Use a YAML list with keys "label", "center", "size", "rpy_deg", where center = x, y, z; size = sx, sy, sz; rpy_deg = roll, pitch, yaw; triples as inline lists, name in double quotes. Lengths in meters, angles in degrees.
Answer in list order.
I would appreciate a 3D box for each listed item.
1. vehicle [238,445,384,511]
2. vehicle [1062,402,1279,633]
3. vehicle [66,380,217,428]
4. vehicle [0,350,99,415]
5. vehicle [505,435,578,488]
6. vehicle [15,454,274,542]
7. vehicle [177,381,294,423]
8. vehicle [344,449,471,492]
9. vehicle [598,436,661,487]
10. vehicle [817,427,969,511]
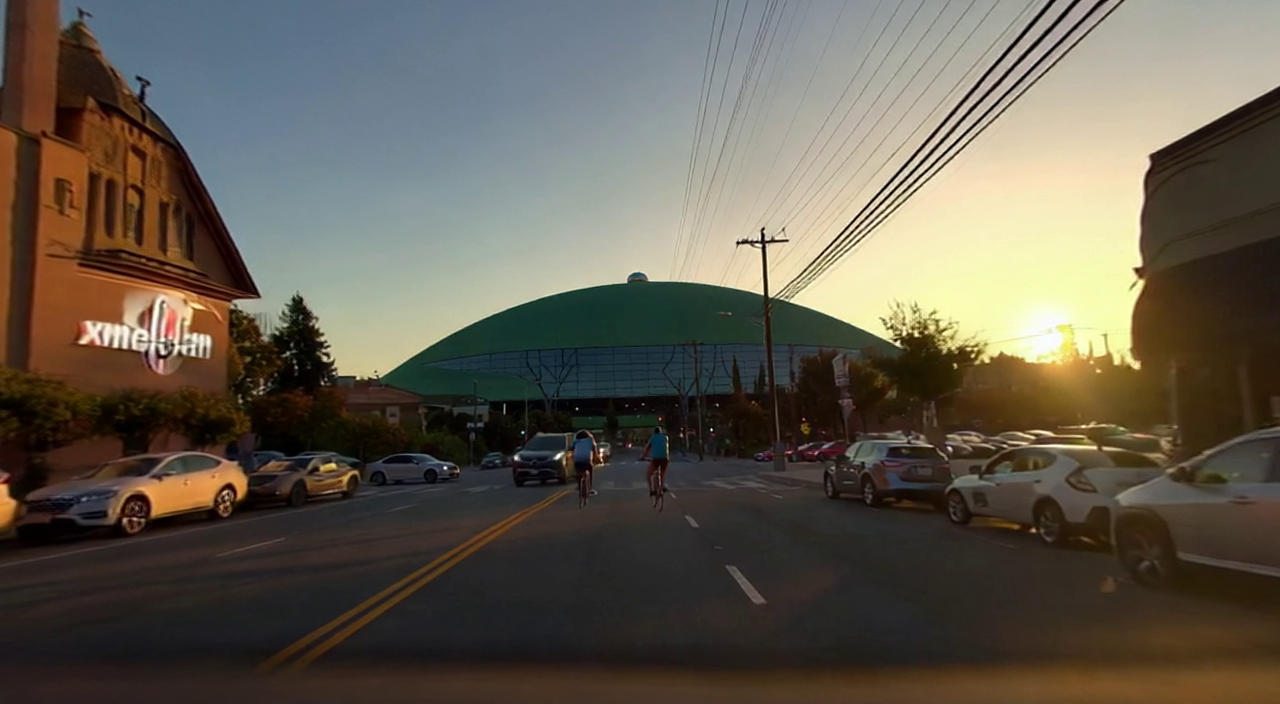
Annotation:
- label: "vehicle"
  center: [-10.277, 3.922, 20.306]
  size: [2.075, 1.816, 4.900]
  rpy_deg: [0, -9, -1]
- label: "vehicle"
  center: [5.539, 1.185, 4.554]
  size: [1.972, 1.623, 4.469]
  rpy_deg: [0, -9, 2]
- label: "vehicle"
  center: [-17.292, 1.828, 22.047]
  size: [3.750, 1.495, 1.727]
  rpy_deg: [-1, -8, -2]
- label: "vehicle"
  center: [-17.503, 0.904, 17.413]
  size: [3.705, 1.493, 1.701]
  rpy_deg: [-4, -6, 1]
- label: "vehicle"
  center: [-3.903, 4.416, 25.879]
  size: [2.184, 1.954, 4.898]
  rpy_deg: [0, -9, 0]
- label: "vehicle"
  center: [-10.312, 3.021, 13.761]
  size: [1.904, 1.495, 4.585]
  rpy_deg: [0, -9, 0]
- label: "vehicle"
  center: [-17.140, 2.155, 26.916]
  size: [3.685, 1.584, 1.708]
  rpy_deg: [1, -9, -3]
- label: "vehicle"
  center: [-10.646, 5.448, 29.253]
  size: [4.961, 1.832, 2.287]
  rpy_deg: [0, -9, 0]
- label: "vehicle"
  center: [-0.404, 4.125, 24.076]
  size: [2.190, 1.783, 4.048]
  rpy_deg: [0, -9, -1]
- label: "vehicle"
  center: [5.785, 2.720, 15.069]
  size: [1.873, 1.714, 3.979]
  rpy_deg: [0, -9, -1]
